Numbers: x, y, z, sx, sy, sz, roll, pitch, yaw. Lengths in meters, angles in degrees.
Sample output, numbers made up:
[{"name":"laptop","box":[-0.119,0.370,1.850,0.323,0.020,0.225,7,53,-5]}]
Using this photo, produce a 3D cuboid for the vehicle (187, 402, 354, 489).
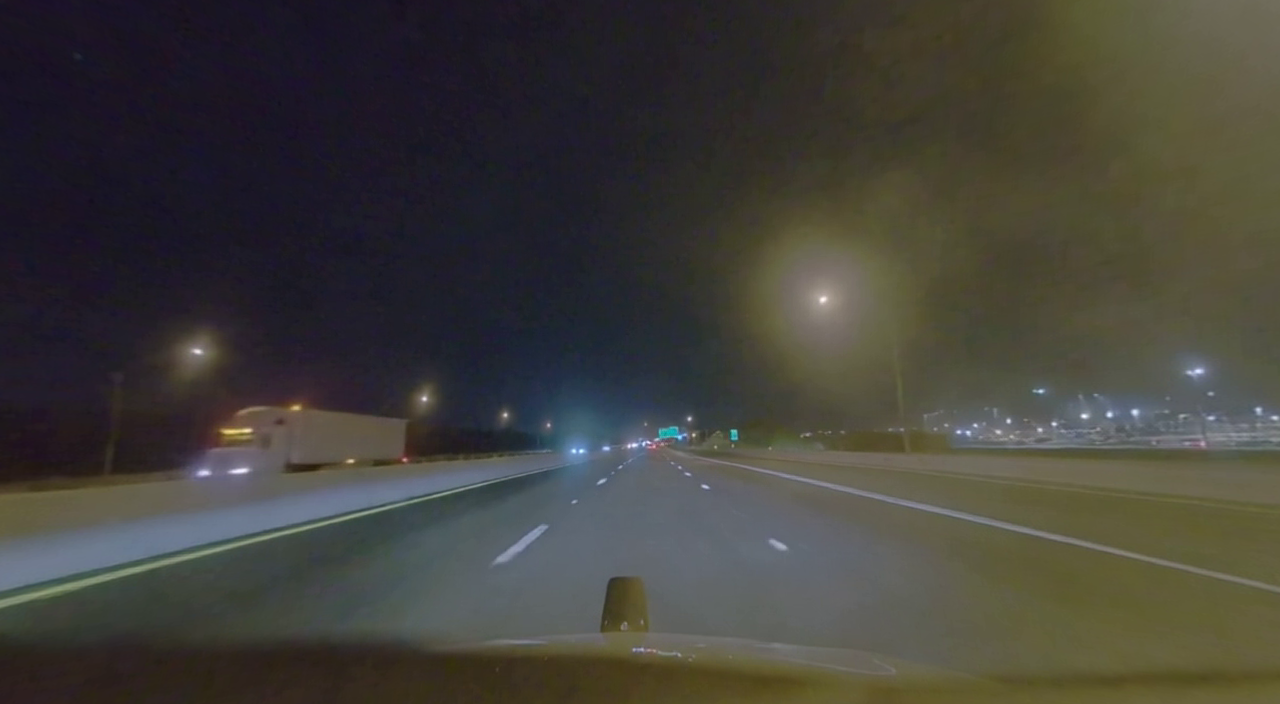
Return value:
[{"name":"vehicle","box":[-19.975,5.207,35.055,3.018,4.100,9.977,0,-9,1]}]

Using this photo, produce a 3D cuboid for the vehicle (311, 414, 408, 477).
[{"name":"vehicle","box":[-19.753,6.668,44.864,2.872,4.021,8.230,0,-9,1]}]
